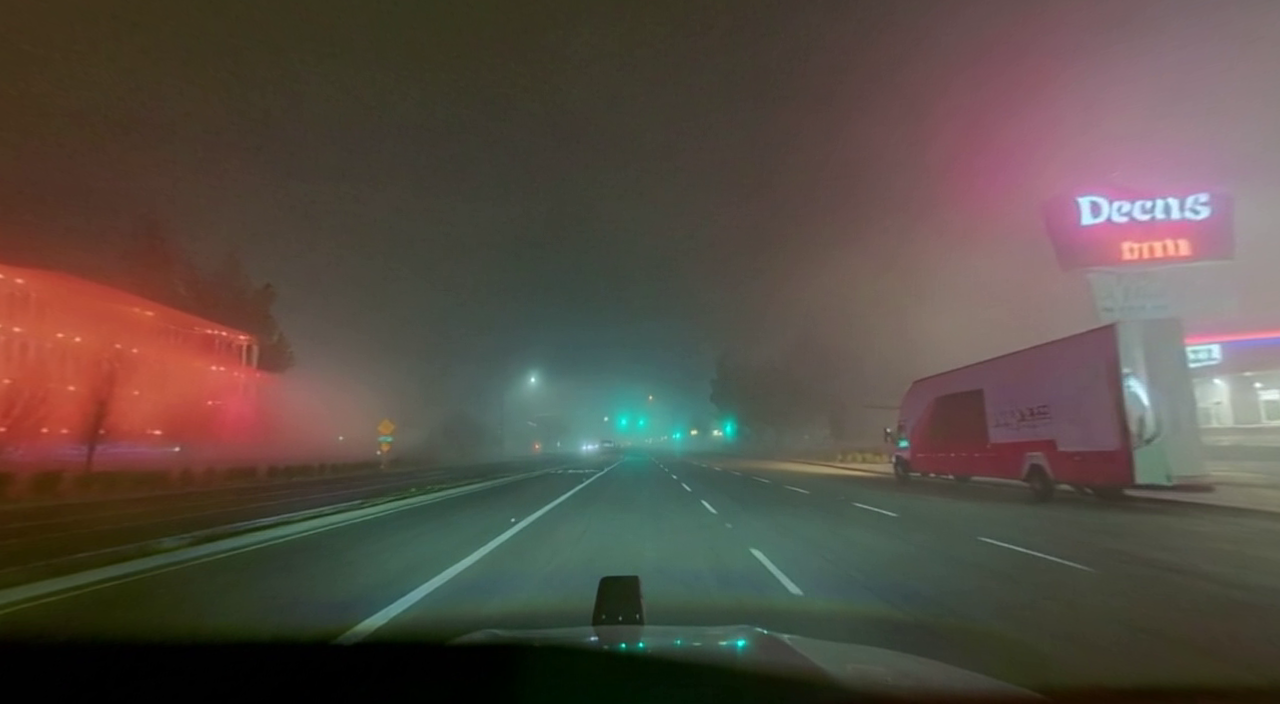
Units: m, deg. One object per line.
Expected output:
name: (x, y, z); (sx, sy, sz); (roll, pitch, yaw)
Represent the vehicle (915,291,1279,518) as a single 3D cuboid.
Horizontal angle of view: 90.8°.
vehicle: (10.143, 1.513, 15.128); (3.174, 3.794, 9.019); (-1, -9, 1)
